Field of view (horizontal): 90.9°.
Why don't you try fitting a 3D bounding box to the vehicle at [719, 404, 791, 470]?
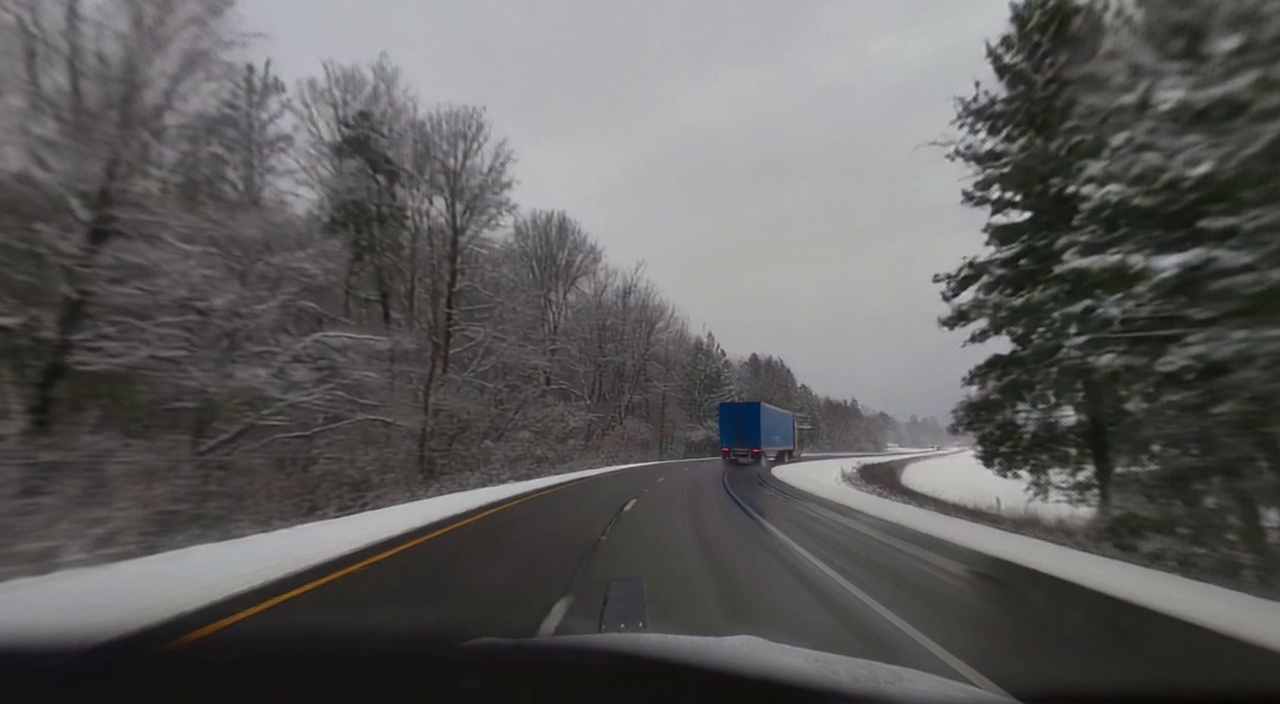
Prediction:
[{"bbox_3d":[8.994,6.538,47.520,3.087,4.178,13.682,-3,-9,19],"label":"vehicle"}]
